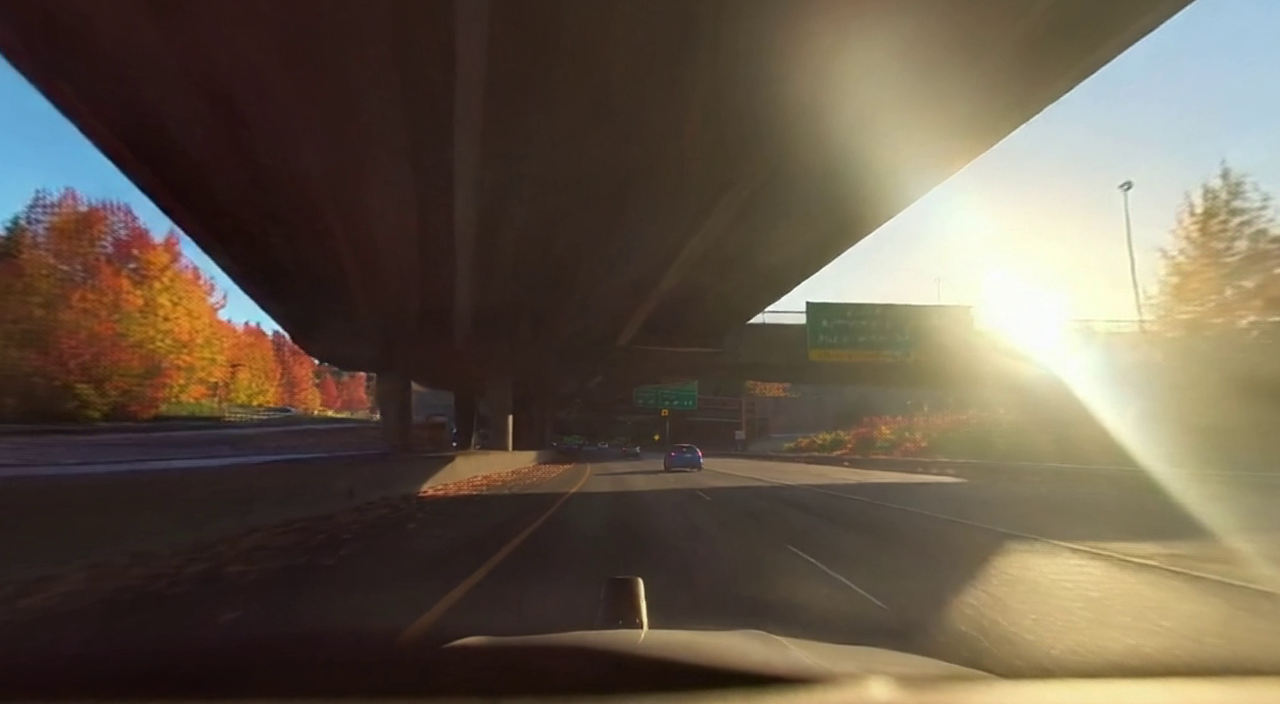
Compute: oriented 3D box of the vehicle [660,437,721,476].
[{"bbox_3d":[2.234,4.804,28.935,2.337,1.633,4.222,0,-9,-2],"label":"vehicle"}]
